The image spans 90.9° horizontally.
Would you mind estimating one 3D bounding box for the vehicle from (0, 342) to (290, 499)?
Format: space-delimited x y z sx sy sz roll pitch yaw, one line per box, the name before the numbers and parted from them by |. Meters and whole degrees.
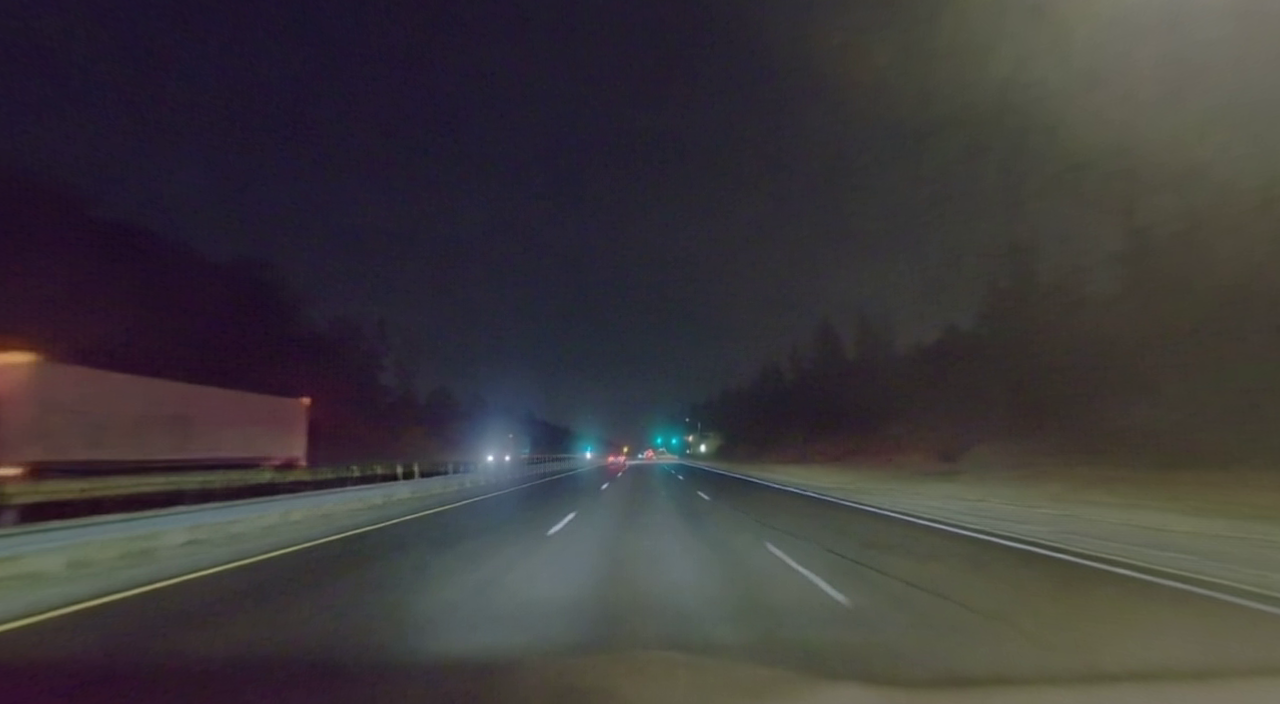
vehicle | -17.953 2.687 21.937 2.914 4.015 14.672 0 -9 1
